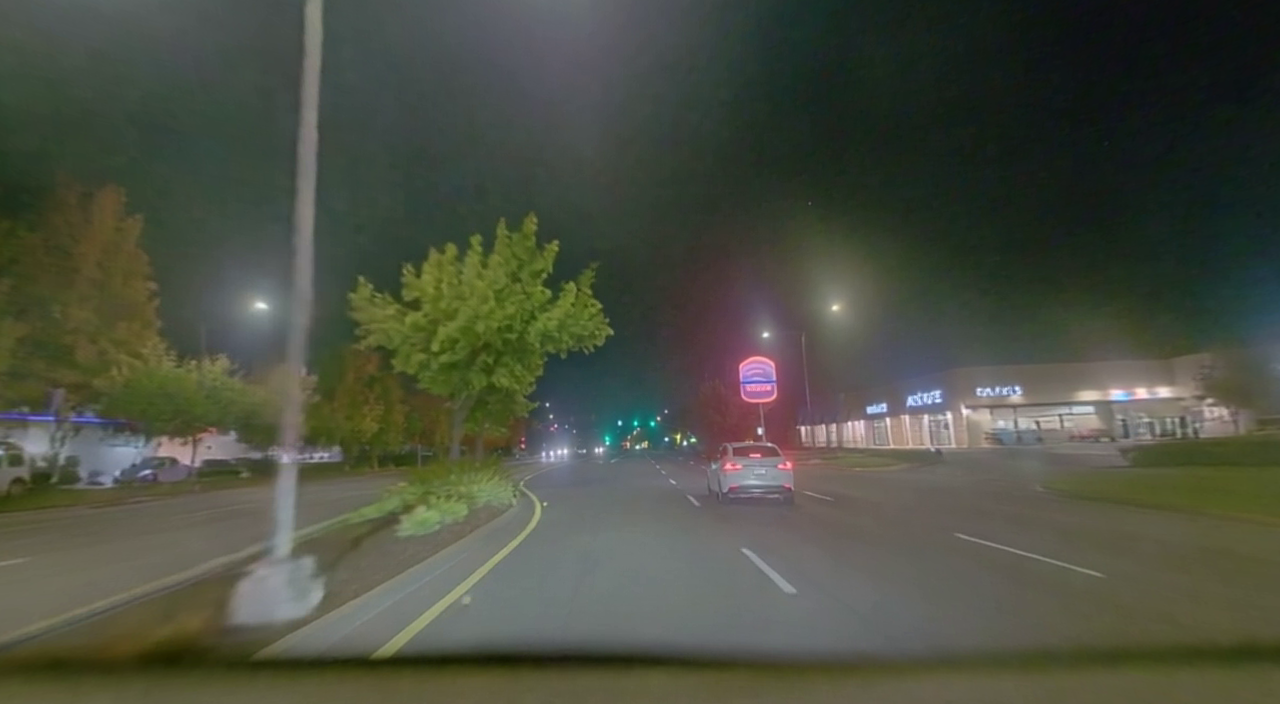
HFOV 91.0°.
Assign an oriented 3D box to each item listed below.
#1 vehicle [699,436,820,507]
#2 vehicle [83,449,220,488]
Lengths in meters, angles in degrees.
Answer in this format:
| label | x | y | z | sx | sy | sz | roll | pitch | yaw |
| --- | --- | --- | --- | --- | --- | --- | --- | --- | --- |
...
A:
| label | x | y | z | sx | sy | sz | roll | pitch | yaw |
| --- | --- | --- | --- | --- | --- | --- | --- | --- | --- |
| vehicle | 2.731 | 2.852 | 15.504 | 2.015 | 1.479 | 4.444 | 0 | -9 | -1 |
| vehicle | -28.580 | 6.810 | 37.183 | 6.011 | 2.042 | 2.375 | 5 | -10 | -31 |
